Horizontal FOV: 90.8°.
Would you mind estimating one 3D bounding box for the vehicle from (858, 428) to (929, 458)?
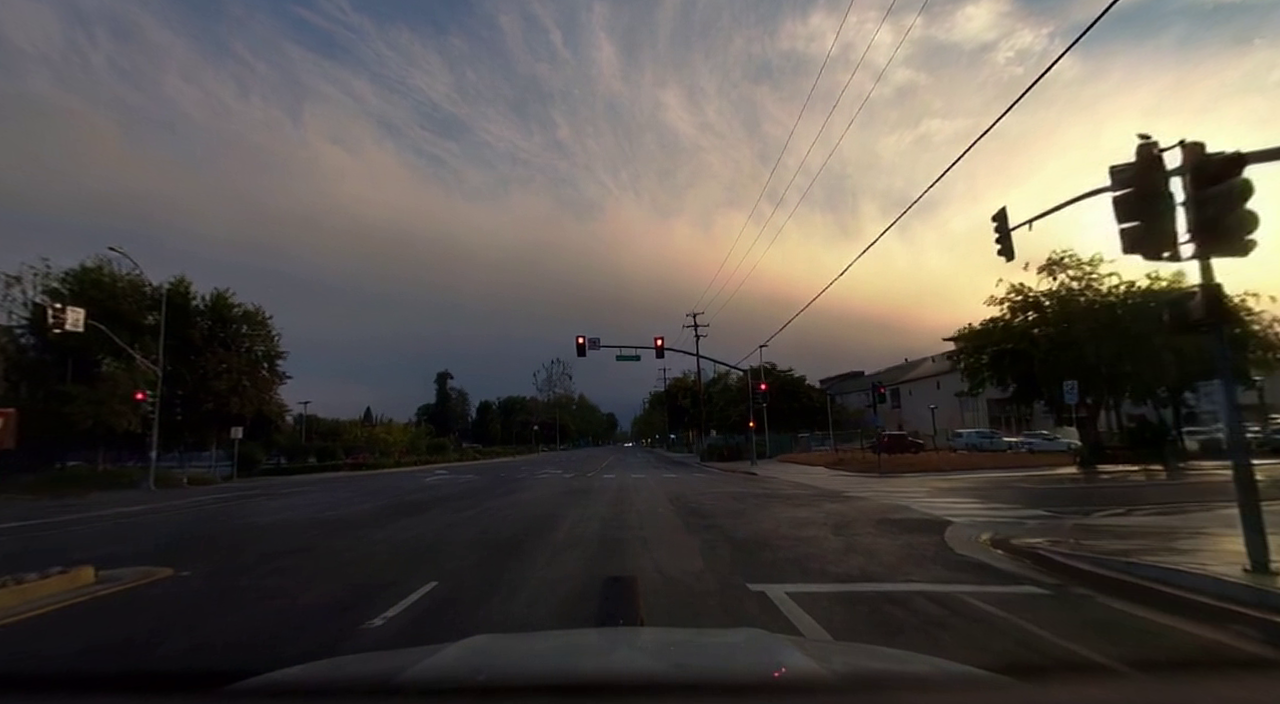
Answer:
[{"bbox_3d":[14.958,5.442,37.533,1.959,1.471,4.570,-4,-8,-4],"label":"vehicle"}]

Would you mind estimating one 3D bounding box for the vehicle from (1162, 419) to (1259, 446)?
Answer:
[{"bbox_3d":[34.092,4.888,37.910,1.832,1.521,4.266,0,-9,0],"label":"vehicle"}]
